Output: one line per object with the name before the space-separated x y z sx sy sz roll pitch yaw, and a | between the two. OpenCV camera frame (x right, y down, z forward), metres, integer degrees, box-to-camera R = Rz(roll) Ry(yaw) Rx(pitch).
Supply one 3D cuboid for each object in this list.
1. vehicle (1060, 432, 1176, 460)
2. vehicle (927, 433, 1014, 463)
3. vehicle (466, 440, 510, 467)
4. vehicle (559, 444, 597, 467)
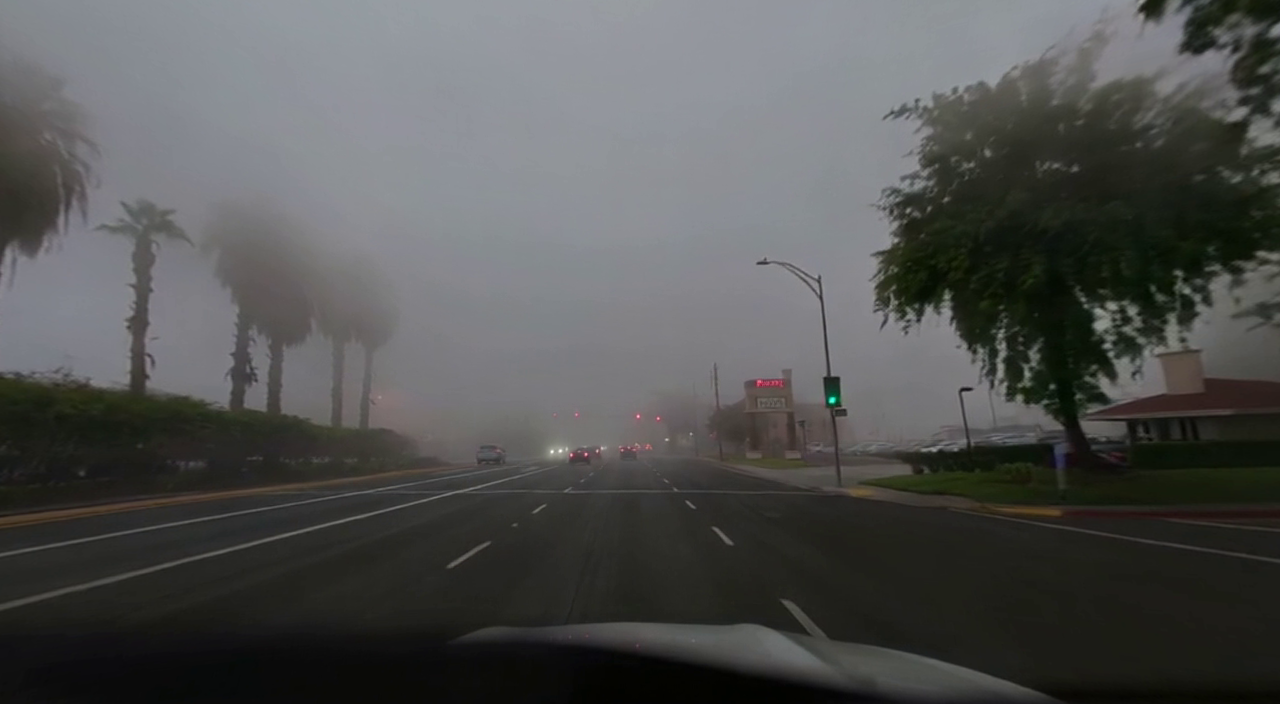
vehicle | 27.028 5.368 35.954 4.809 1.499 2.130 -4 -10 23
vehicle | 20.395 5.974 39.189 4.548 1.741 1.971 -4 -10 25
vehicle | -10.453 7.038 43.724 2.022 1.746 4.406 0 -9 -1
vehicle | -4.109 6.946 42.440 2.181 1.483 4.123 0 -9 -1
